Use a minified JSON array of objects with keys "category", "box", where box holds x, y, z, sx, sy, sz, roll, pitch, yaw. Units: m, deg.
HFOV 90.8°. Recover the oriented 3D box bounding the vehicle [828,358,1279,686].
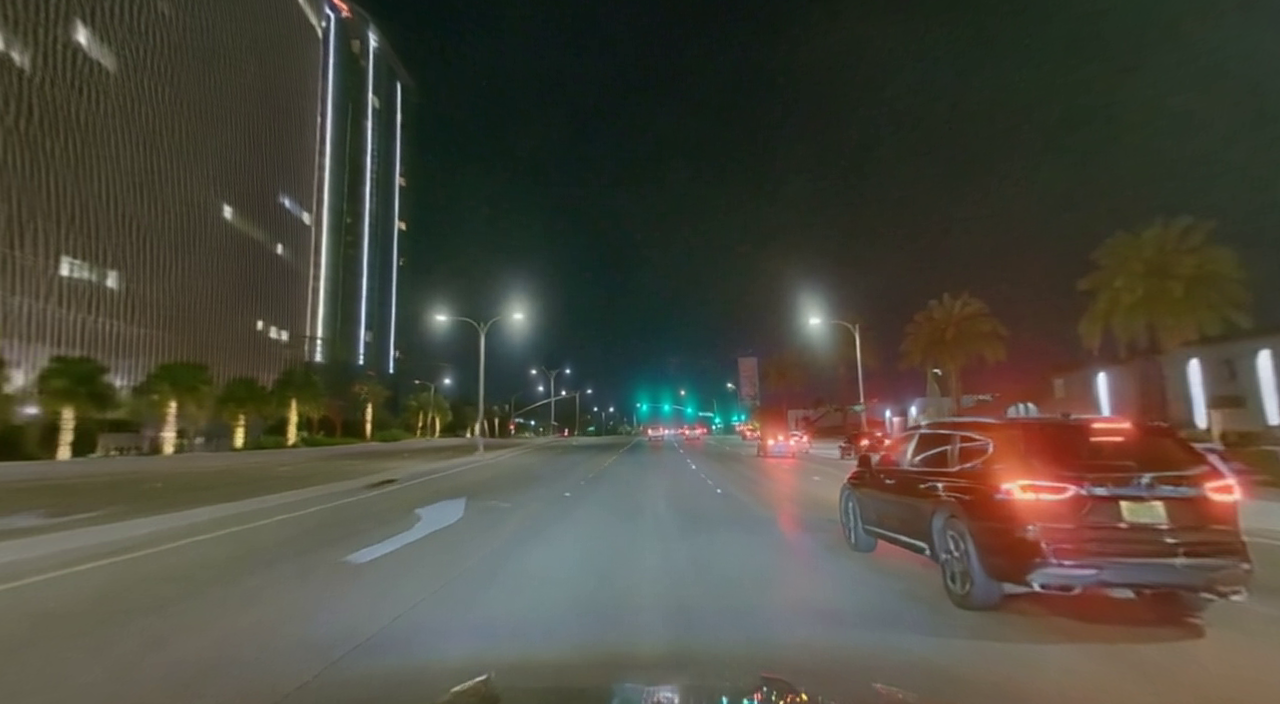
[{"category":"vehicle","box":[3.621,1.280,5.906,2.219,1.795,4.718,0,-9,0]}]
